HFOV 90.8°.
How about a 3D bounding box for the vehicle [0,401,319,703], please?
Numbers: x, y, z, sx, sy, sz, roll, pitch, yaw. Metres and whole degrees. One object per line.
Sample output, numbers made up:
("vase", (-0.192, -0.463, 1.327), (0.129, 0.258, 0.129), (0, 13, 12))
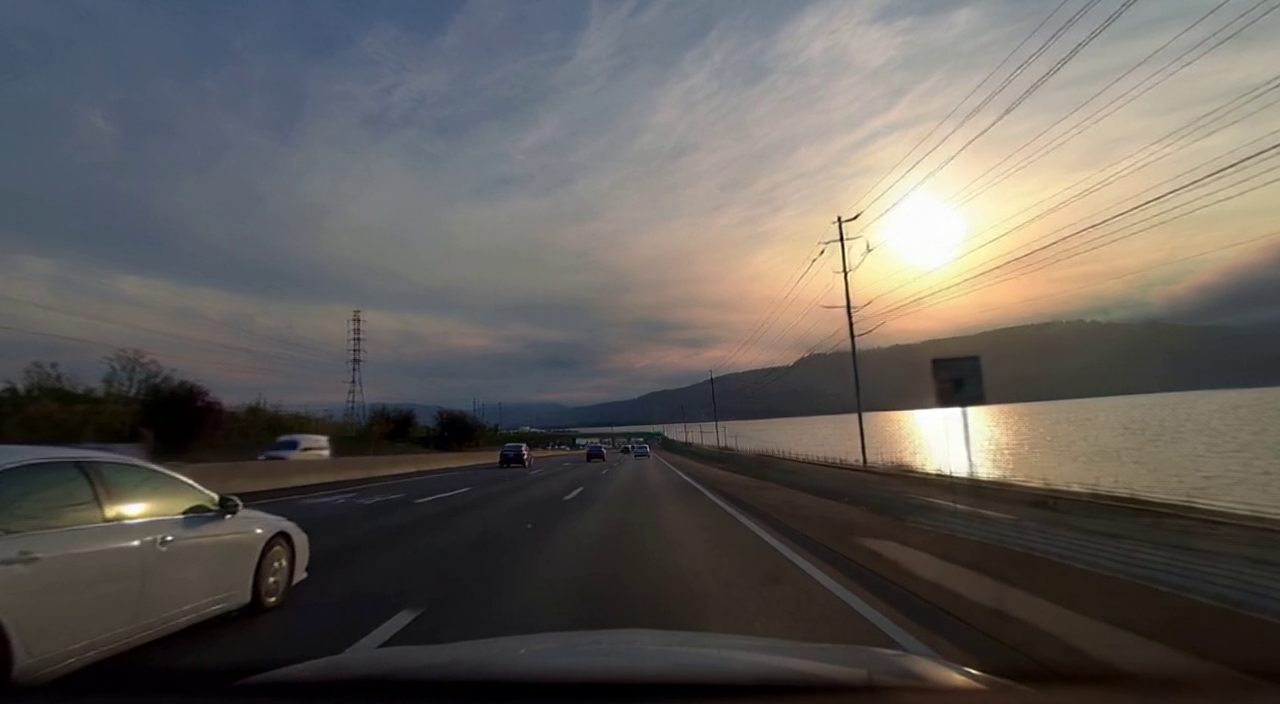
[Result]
("vehicle", (-3.630, 0.995, 2.812), (2.015, 1.501, 4.454), (0, -8, 1))

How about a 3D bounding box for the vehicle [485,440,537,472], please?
("vehicle", (-7.414, 6.036, 36.816), (2.050, 1.717, 4.418), (0, -8, 1))

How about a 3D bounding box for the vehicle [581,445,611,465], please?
("vehicle", (-3.417, 8.082, 49.659), (1.957, 1.494, 4.207), (0, -8, 1))
